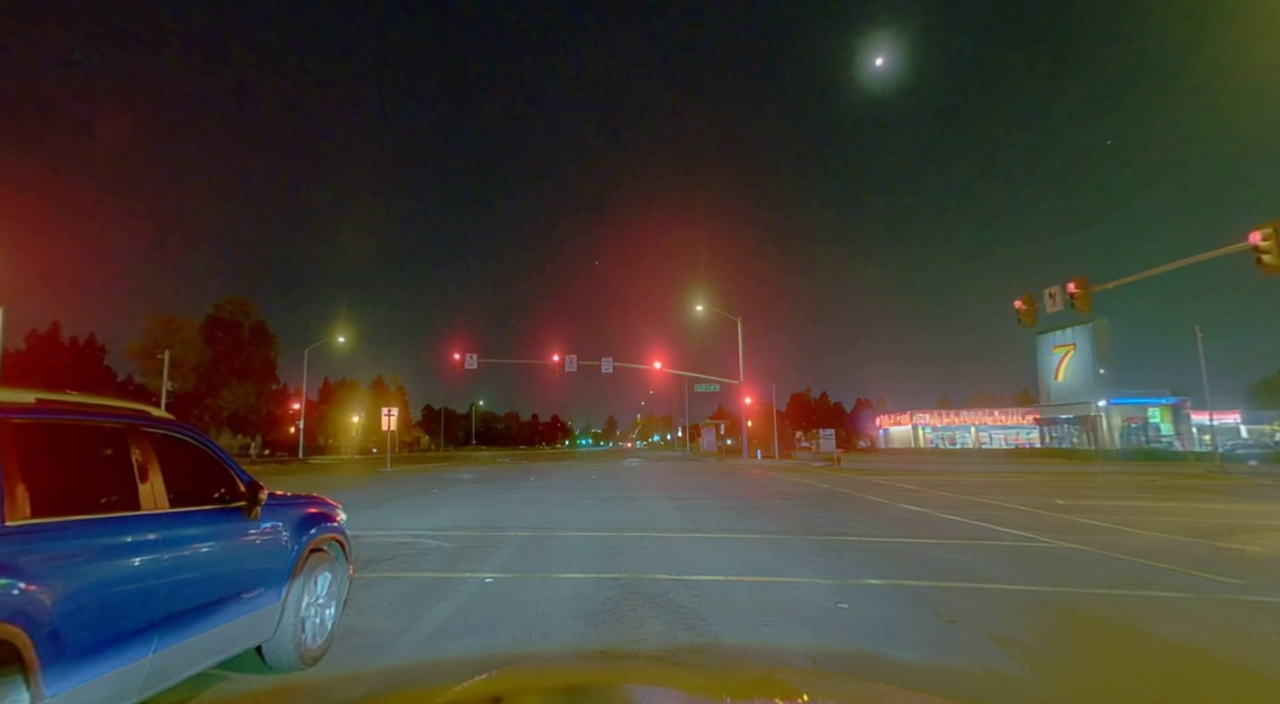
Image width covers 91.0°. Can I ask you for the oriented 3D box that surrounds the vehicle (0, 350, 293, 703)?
[{"bbox_3d":[-3.425,0.800,2.041,2.053,1.690,4.364,0,-9,0],"label":"vehicle"}]

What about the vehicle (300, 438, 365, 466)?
[{"bbox_3d":[-20.473,6.678,42.147,2.004,1.699,4.486,0,-9,1],"label":"vehicle"}]
